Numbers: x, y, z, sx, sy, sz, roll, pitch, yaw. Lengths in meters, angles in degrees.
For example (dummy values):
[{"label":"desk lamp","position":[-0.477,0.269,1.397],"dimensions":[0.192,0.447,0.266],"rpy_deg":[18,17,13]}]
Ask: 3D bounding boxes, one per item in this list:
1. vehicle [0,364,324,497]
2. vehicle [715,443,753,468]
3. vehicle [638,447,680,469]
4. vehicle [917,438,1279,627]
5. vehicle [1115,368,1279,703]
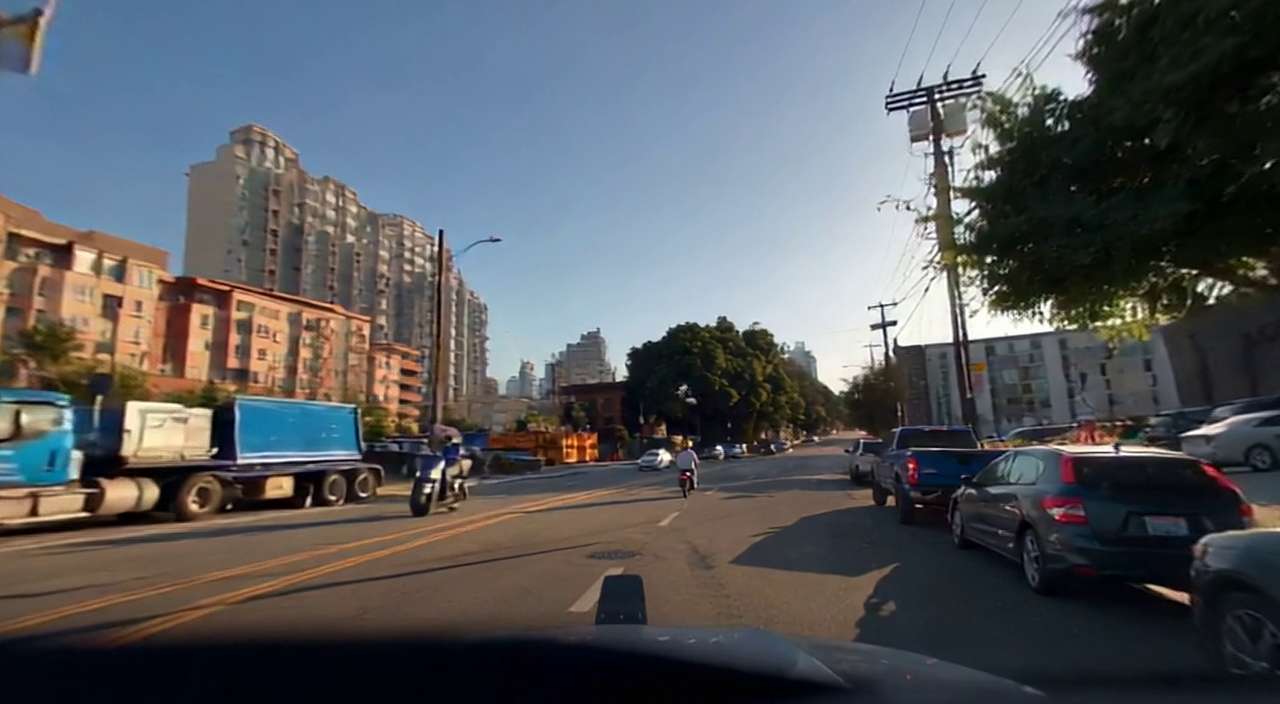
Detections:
[{"label":"vehicle","position":[-17.715,2.607,20.269],"dimensions":[3.442,3.445,16.952],"rpy_deg":[-2,-9,13]},{"label":"vehicle","position":[6.442,6.988,43.019],"dimensions":[1.925,1.602,4.090],"rpy_deg":[-2,-8,18]},{"label":"vehicle","position":[1.511,8.126,48.557],"dimensions":[1.905,1.536,4.714],"rpy_deg":[-3,-9,18]},{"label":"vehicle","position":[4.838,1.761,7.406],"dimensions":[1.826,1.469,4.608],"rpy_deg":[-1,-8,10]},{"label":"vehicle","position":[3.618,0.738,1.423],"dimensions":[2.077,1.685,4.493],"rpy_deg":[-1,-8,9]}]
